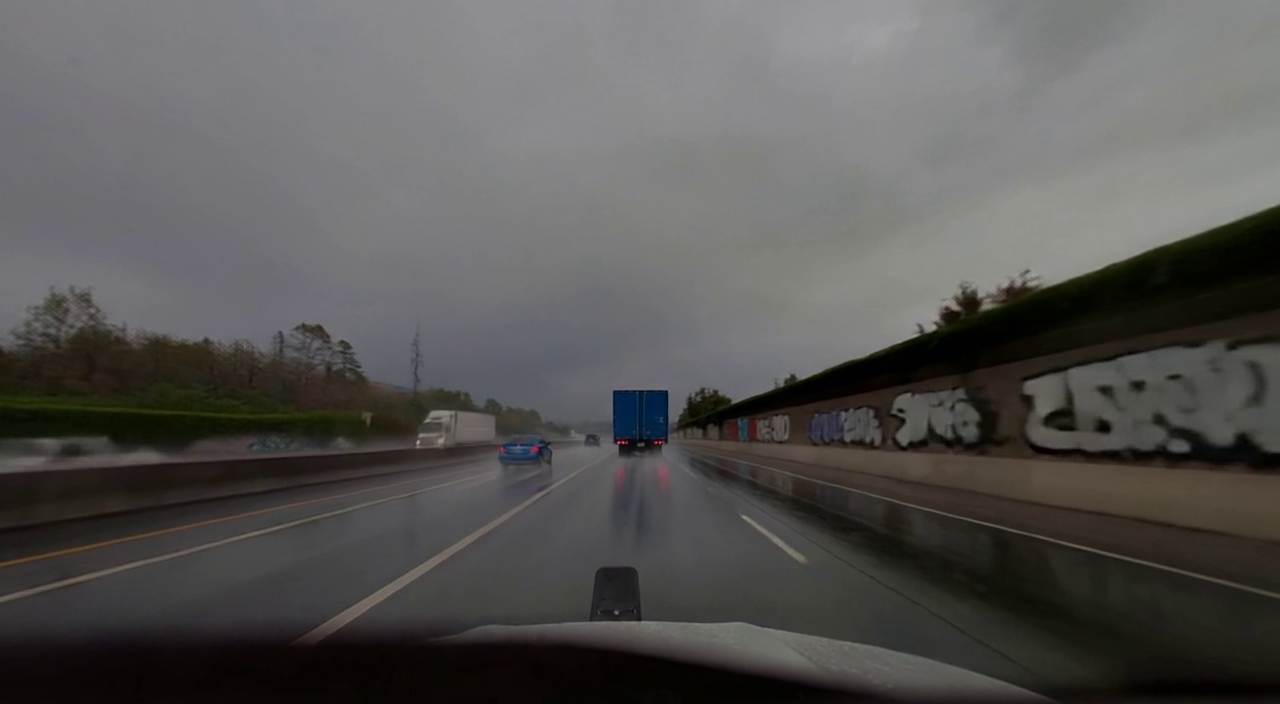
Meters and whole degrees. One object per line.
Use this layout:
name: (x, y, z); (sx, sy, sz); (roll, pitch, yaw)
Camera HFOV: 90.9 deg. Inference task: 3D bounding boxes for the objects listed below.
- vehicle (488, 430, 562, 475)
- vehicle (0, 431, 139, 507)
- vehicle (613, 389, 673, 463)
vehicle: (-4.278, 3.792, 24.168); (1.948, 1.526, 4.525); (0, -8, 0)
vehicle: (-13.682, 2.490, 13.735); (1.853, 1.497, 4.542); (0, -7, -1)
vehicle: (0.079, 4.270, 35.949); (2.927, 3.649, 9.443); (0, -8, -1)
